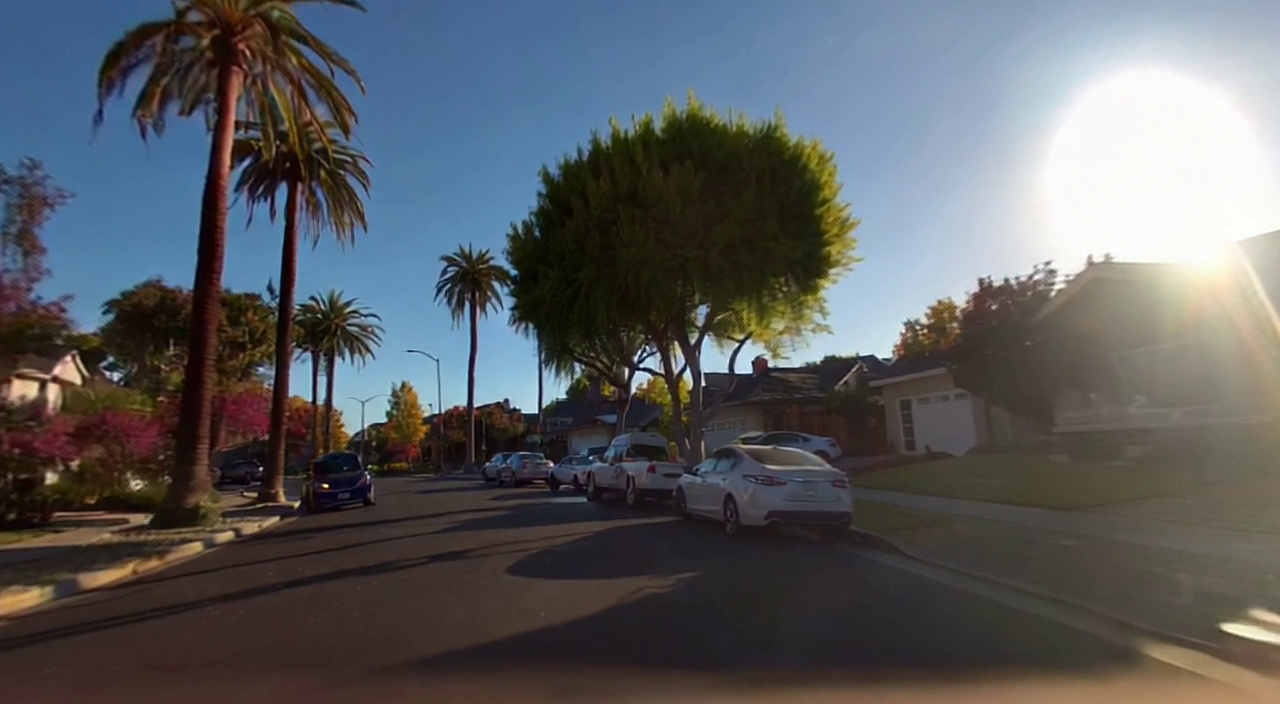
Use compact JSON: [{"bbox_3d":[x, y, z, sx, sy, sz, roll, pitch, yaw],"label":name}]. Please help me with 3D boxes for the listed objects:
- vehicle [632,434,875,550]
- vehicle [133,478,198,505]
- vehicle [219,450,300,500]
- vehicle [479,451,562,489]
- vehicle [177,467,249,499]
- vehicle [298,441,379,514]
[{"bbox_3d":[1.571,2.236,10.994,2.108,1.503,4.977,2,-9,-17],"label":"vehicle"},{"bbox_3d":[-32.748,9.570,43.389,4.390,1.559,1.812,-5,-9,28],"label":"vehicle"},{"bbox_3d":[-22.086,7.155,36.417,5.628,2.109,2.395,-16,-12,40],"label":"vehicle"},{"bbox_3d":[-5.407,5.170,28.038,2.006,1.484,4.768,5,-10,-32],"label":"vehicle"},{"bbox_3d":[-27.388,8.380,40.314,4.944,1.819,2.001,-8,-11,33],"label":"vehicle"},{"bbox_3d":[-9.447,3.826,19.738,2.026,1.816,4.532,-1,-8,-26],"label":"vehicle"}]
